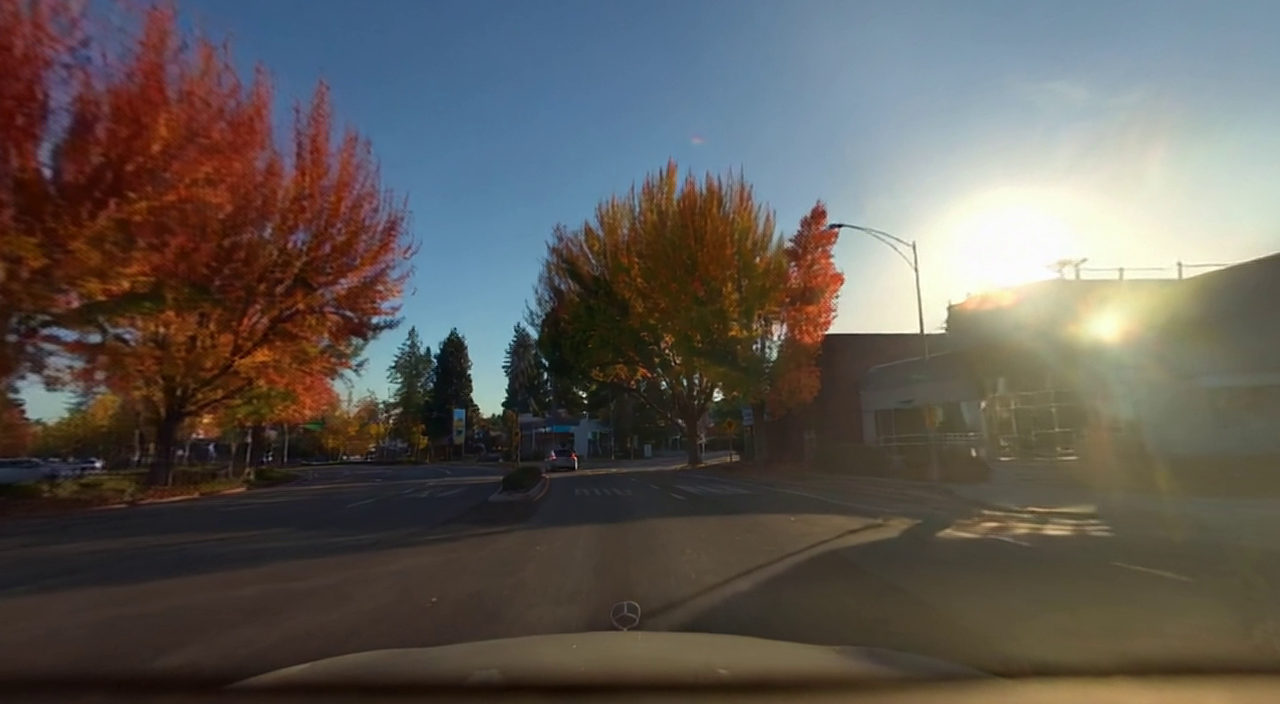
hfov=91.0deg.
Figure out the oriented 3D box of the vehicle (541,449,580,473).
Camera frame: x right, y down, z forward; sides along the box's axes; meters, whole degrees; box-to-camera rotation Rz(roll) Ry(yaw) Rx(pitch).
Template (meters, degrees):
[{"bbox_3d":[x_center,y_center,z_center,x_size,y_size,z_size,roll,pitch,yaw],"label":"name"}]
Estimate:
[{"bbox_3d":[-5.447,7.361,42.689,2.018,1.512,4.304,3,-9,-16],"label":"vehicle"}]
